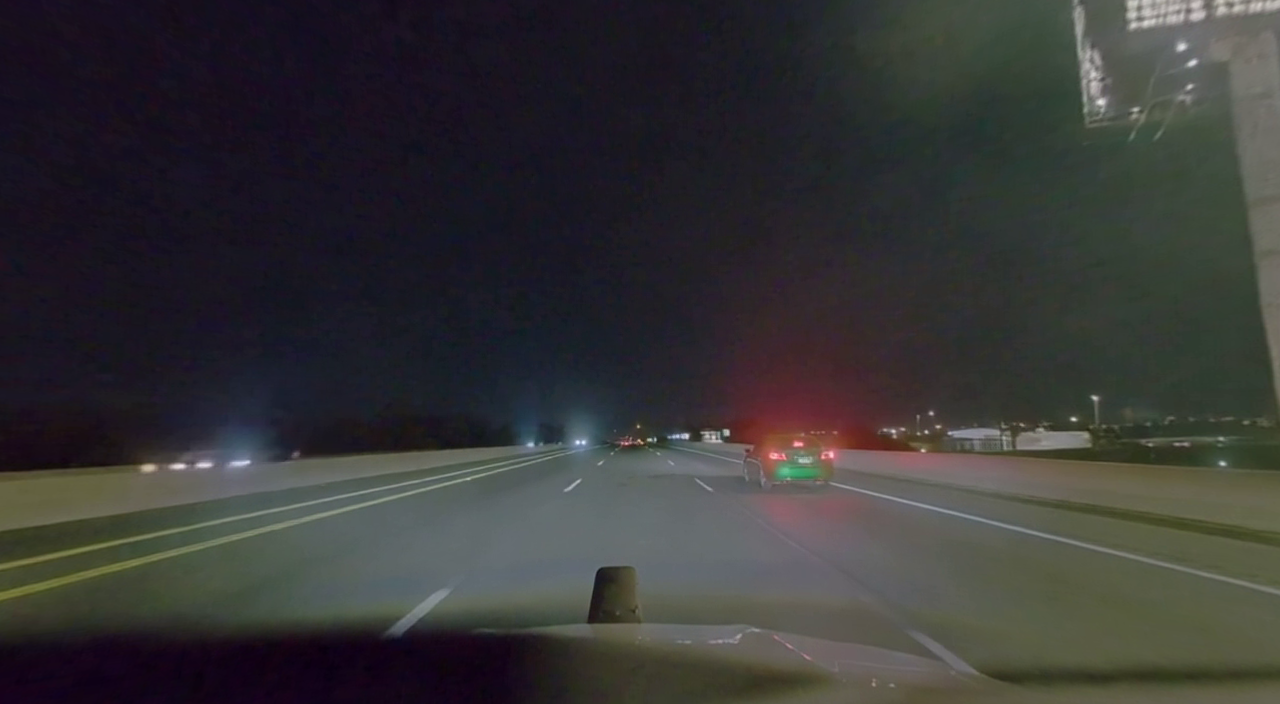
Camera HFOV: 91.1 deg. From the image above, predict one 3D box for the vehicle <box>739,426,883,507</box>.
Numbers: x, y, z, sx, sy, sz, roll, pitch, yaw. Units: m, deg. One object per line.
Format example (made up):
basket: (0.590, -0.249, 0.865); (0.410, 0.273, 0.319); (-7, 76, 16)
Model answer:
vehicle: (3.499, 2.407, 13.719); (1.946, 1.481, 3.969); (0, -8, -2)

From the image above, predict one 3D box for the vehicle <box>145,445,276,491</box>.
vehicle: (-16.298, 4.386, 24.204); (1.855, 1.526, 4.558); (0, -8, 0)

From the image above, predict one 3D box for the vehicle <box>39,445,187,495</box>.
vehicle: (-19.736, 4.379, 23.852); (1.907, 1.651, 4.295); (0, -8, -1)
